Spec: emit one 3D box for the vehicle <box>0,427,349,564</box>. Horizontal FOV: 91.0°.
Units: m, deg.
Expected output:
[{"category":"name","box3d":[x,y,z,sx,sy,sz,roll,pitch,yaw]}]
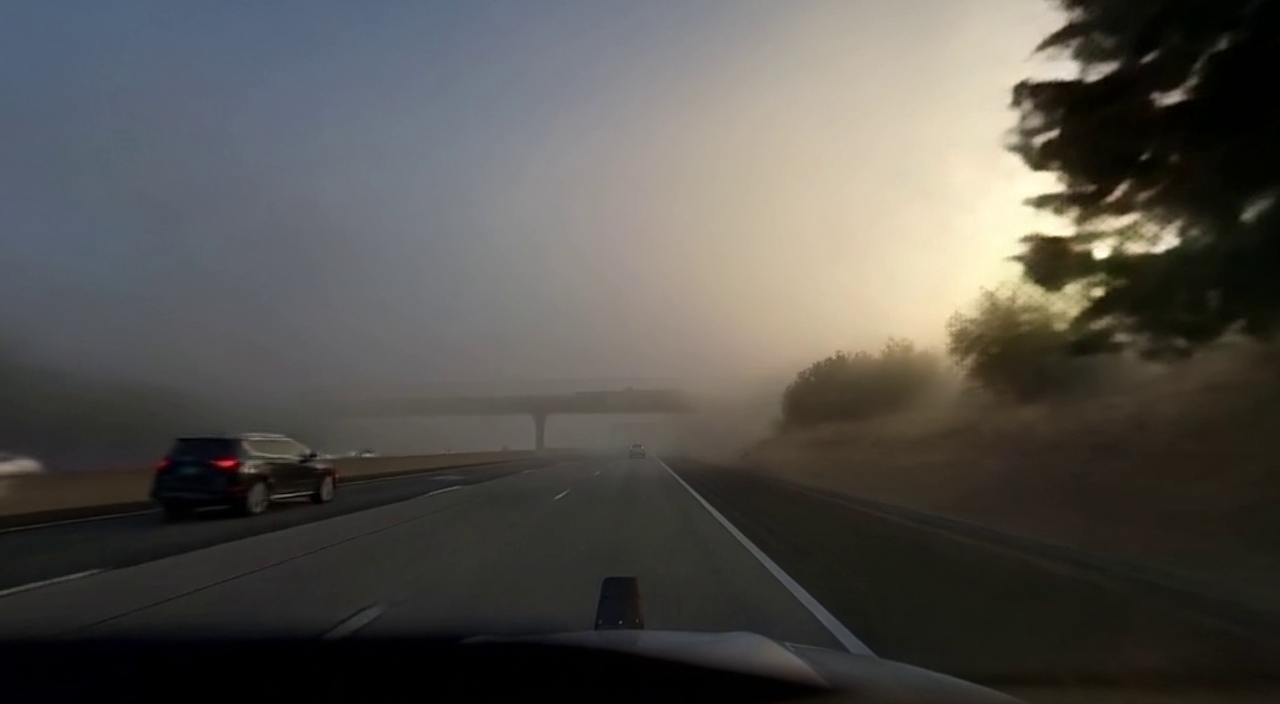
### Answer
[{"category":"vehicle","box3d":[-6.633,2.004,9.661,1.916,1.545,4.757,0,-8,2]}]
